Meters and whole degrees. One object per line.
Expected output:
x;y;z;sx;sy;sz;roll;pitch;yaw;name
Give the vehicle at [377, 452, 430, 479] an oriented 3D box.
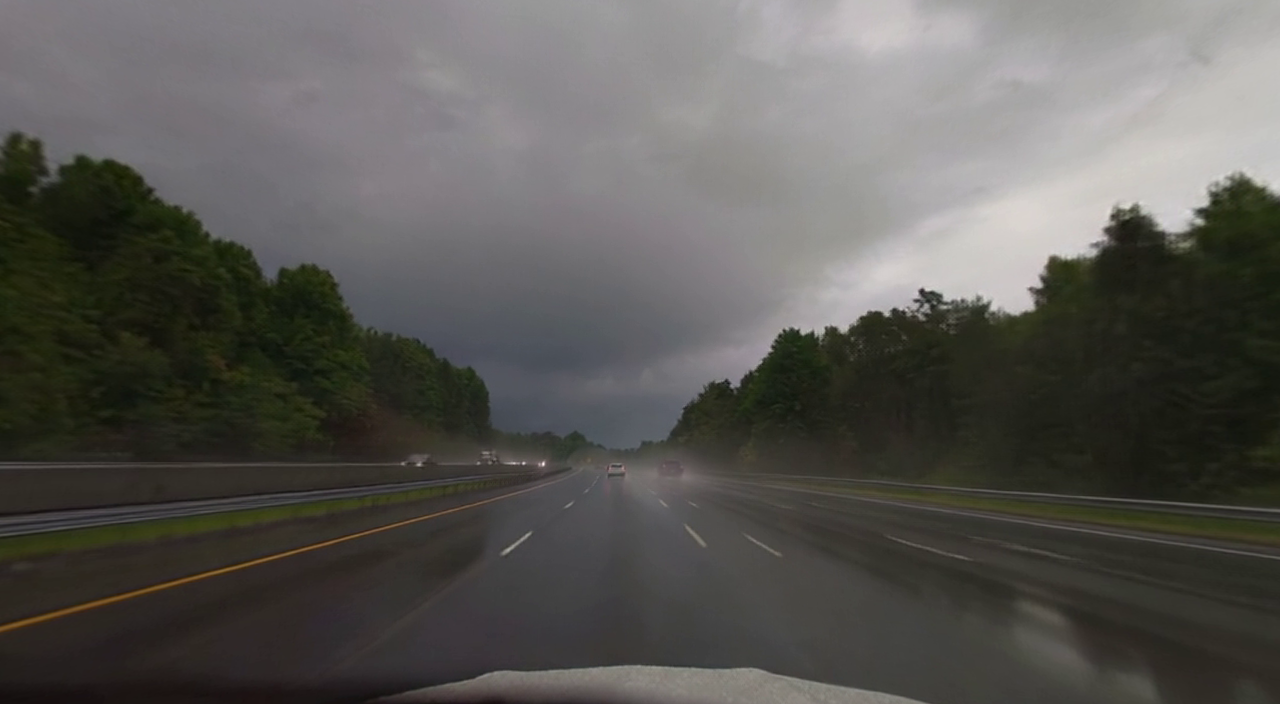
-15.049;7.270;40.296;1.986;1.548;3.812;1;-11;-2;vehicle
